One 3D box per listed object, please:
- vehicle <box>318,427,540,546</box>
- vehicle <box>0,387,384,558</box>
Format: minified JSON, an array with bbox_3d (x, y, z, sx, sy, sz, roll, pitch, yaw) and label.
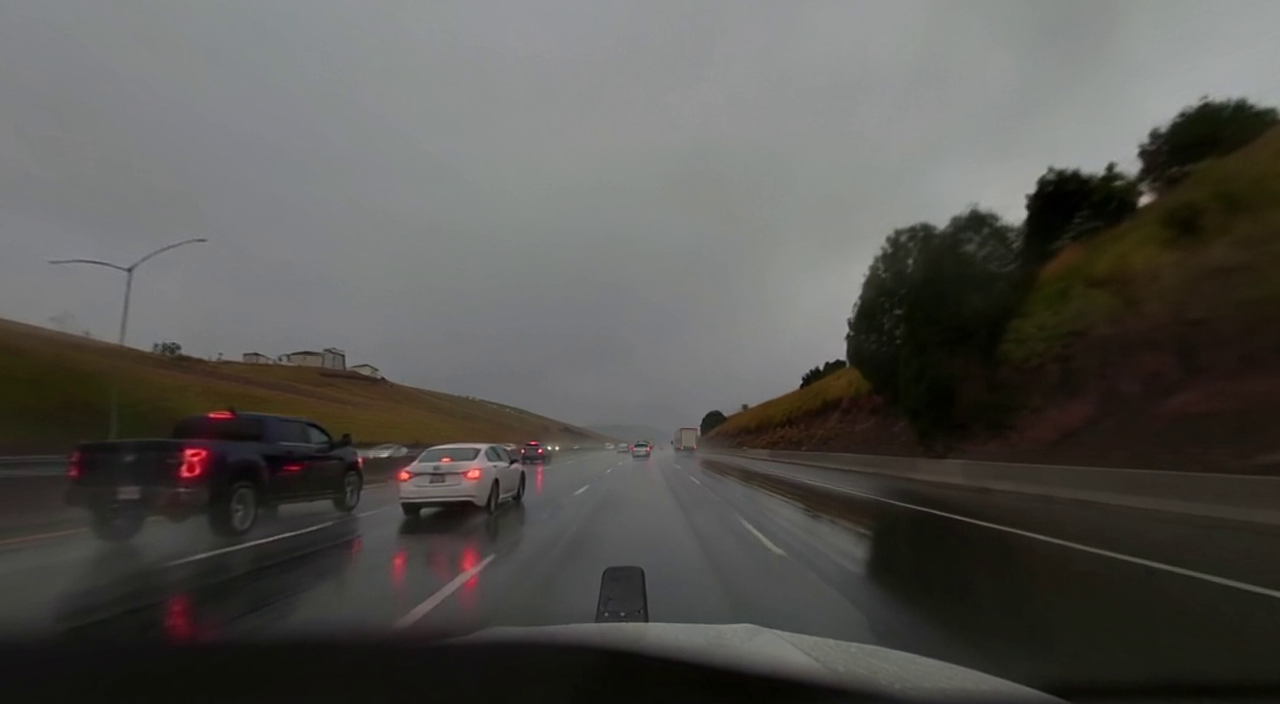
[{"bbox_3d":[-3.162,2.121,10.672,2.091,1.552,4.516,0,-8,2],"label":"vehicle"},{"bbox_3d":[-7.080,1.927,10.864,2.589,2.063,6.206,0,-8,1],"label":"vehicle"}]
